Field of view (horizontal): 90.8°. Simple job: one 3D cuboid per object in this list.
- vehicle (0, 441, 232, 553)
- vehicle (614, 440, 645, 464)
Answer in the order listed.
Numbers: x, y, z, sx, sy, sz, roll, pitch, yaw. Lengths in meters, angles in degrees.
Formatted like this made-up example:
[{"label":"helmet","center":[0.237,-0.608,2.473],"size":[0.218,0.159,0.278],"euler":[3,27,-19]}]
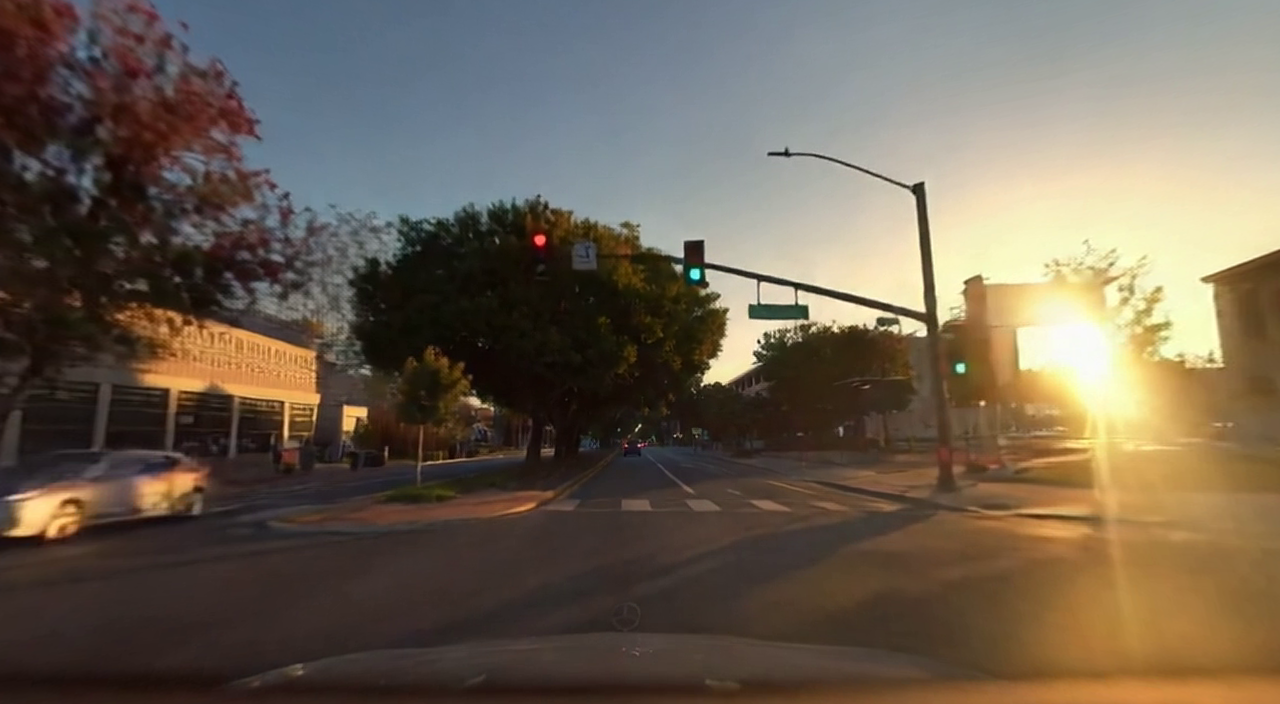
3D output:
[{"label":"vehicle","center":[-8.998,2.210,10.402],"size":[1.777,1.438,4.190],"euler":[0,-8,0]},{"label":"vehicle","center":[-0.737,6.737,42.559],"size":[2.045,1.510,3.690],"euler":[0,-8,-2]}]
